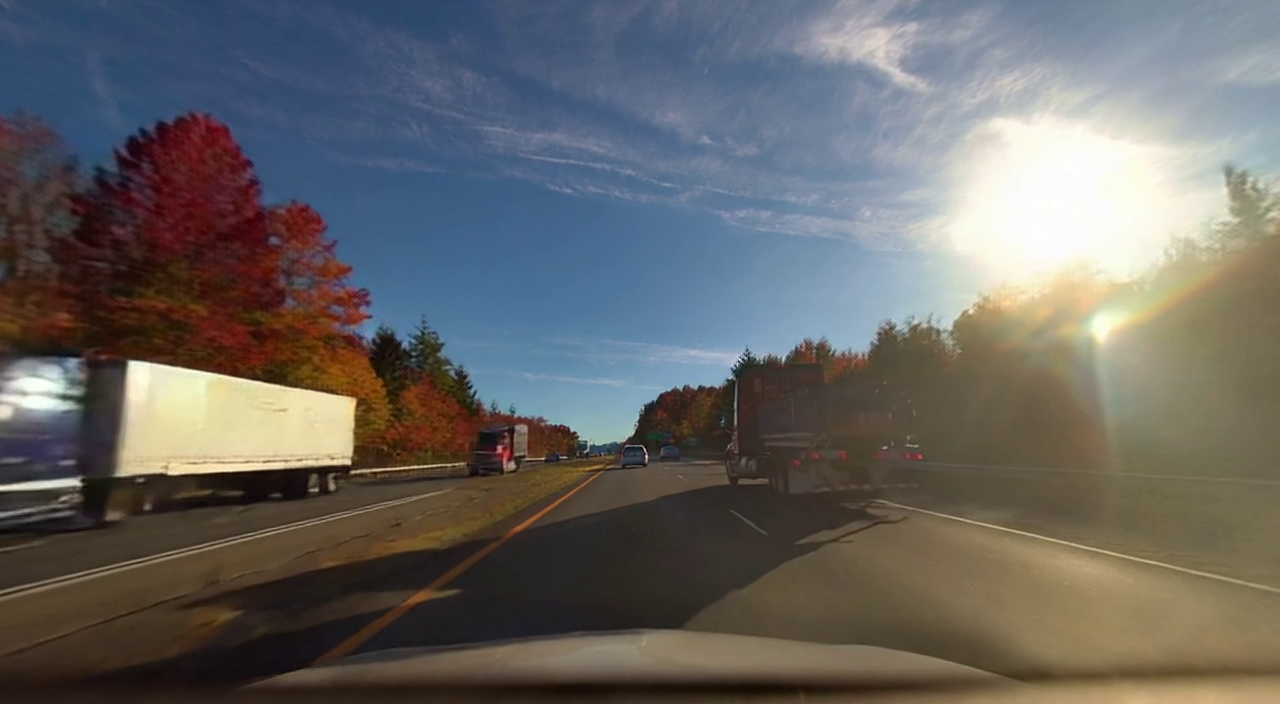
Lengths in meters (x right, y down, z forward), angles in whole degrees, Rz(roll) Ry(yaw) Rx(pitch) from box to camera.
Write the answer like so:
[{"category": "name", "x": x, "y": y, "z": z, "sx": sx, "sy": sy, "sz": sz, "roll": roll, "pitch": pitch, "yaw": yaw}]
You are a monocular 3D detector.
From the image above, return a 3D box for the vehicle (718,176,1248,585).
[{"category": "vehicle", "x": 4.131, "y": 1.214, "z": 13.018, "sx": 3.068, "sy": 4.042, "sz": 13.787, "roll": 0, "pitch": -9, "yaw": -1}]

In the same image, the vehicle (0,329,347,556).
[{"category": "vehicle", "x": -13.293, "y": 2.684, "z": 18.248, "sx": 2.954, "sy": 4.145, "sz": 13.980, "roll": 0, "pitch": -9, "yaw": -1}]

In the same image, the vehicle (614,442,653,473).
[{"category": "vehicle", "x": -0.413, "y": 6.170, "z": 36.901, "sx": 2.151, "sy": 1.693, "sz": 4.201, "roll": 0, "pitch": -9, "yaw": -1}]

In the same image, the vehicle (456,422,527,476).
[{"category": "vehicle", "x": -9.383, "y": 6.276, "z": 40.468, "sx": 2.775, "sy": 3.102, "sz": 7.295, "roll": -1, "pitch": -9, "yaw": 0}]
